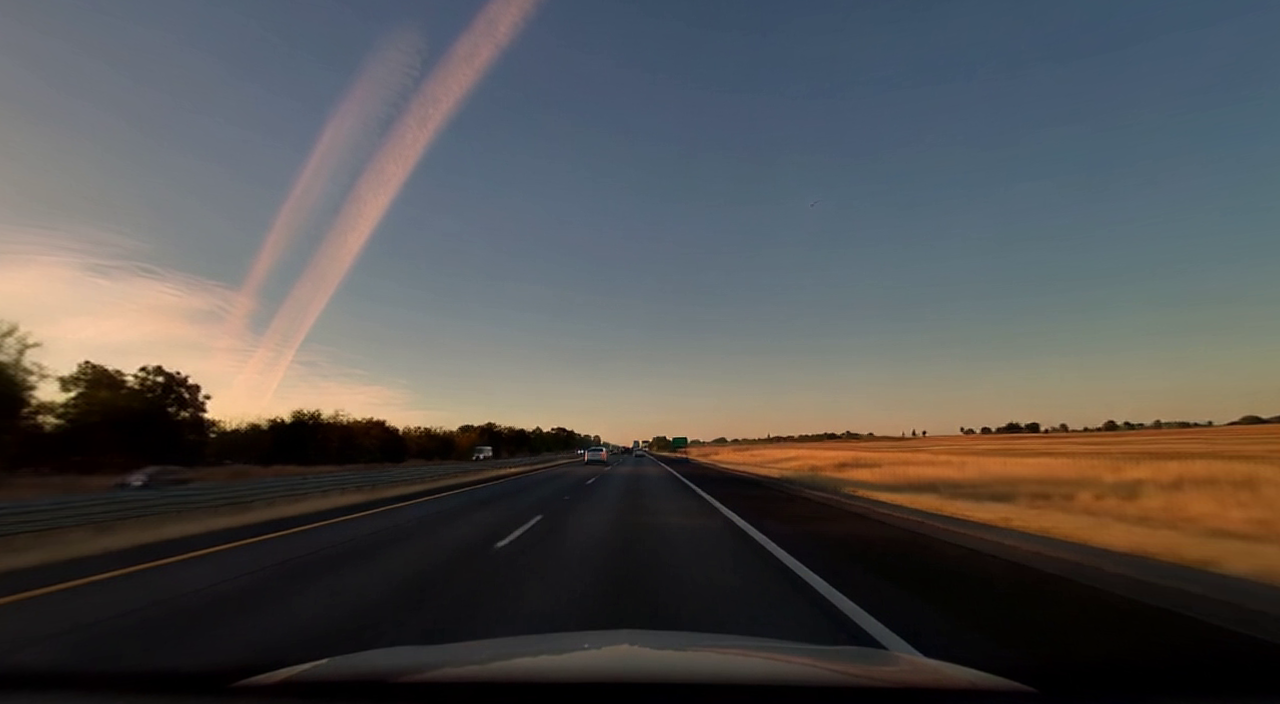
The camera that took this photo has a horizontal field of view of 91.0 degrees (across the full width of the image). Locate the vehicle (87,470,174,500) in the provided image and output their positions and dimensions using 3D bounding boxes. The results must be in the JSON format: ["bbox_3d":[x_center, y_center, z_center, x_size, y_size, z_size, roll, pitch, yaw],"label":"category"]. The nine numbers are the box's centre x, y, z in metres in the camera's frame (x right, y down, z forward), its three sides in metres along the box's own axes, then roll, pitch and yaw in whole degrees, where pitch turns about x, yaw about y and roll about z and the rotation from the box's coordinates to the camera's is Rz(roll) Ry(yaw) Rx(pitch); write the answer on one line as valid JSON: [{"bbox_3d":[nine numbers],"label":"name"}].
[{"bbox_3d":[-32.685,8.499,40.541,1.931,1.613,4.331,0,-9,1],"label":"vehicle"}]
